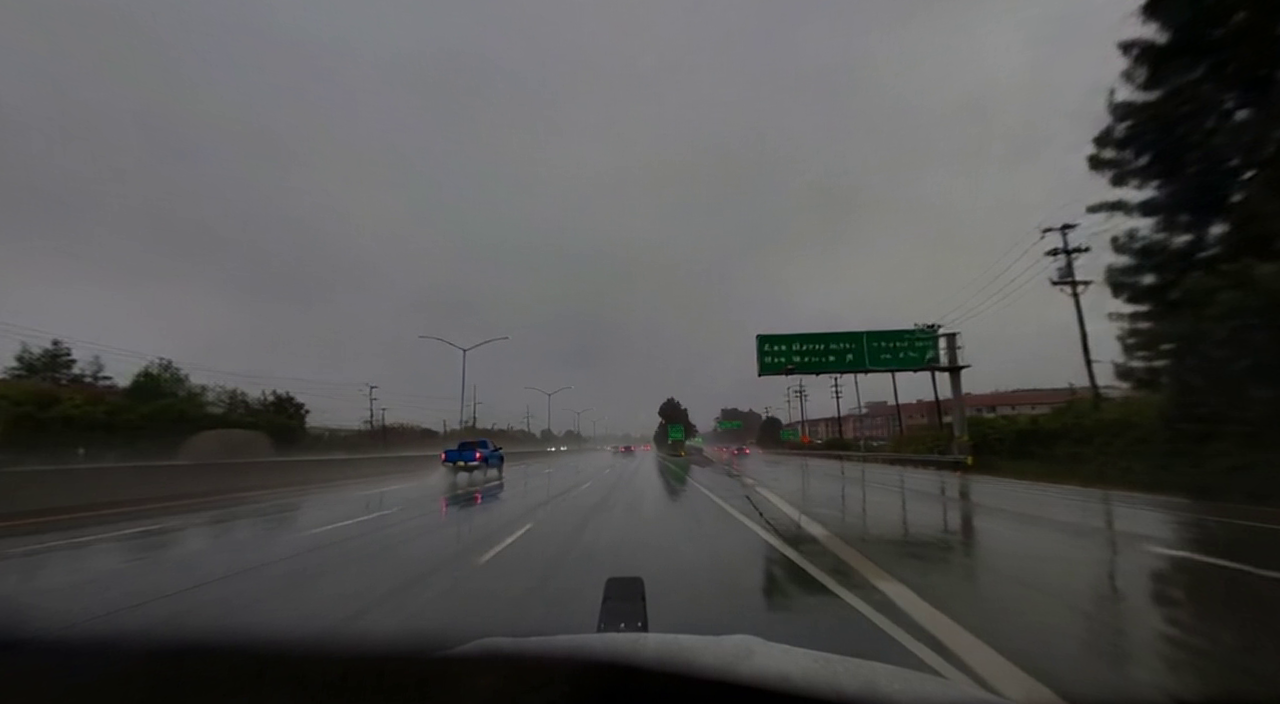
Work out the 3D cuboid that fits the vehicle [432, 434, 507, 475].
[{"bbox_3d":[-9.960,6.056,37.345,2.667,2.213,6.081,-1,-8,1],"label":"vehicle"}]
